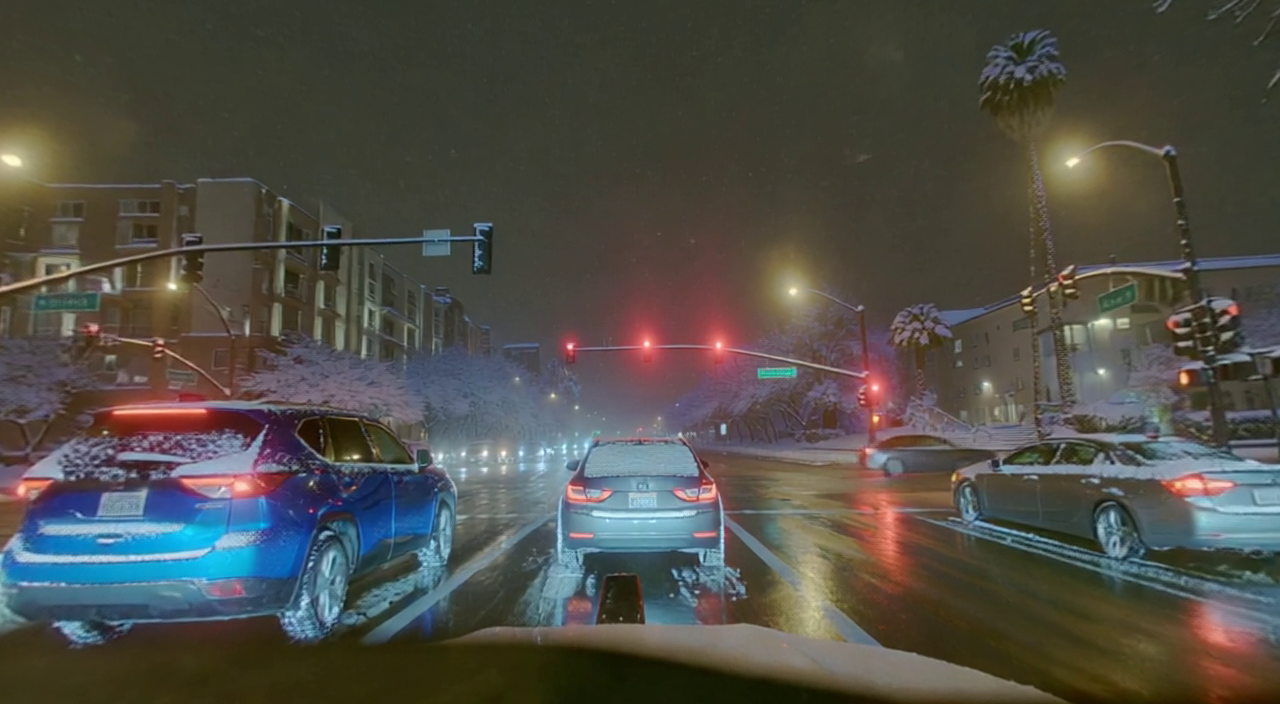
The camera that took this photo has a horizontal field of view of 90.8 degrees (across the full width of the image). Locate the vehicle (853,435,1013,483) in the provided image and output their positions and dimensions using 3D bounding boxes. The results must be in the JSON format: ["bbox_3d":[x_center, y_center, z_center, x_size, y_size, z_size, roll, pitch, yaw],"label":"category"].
[{"bbox_3d":[10.497,3.862,22.925,4.742,1.605,2.117,0,-8,0],"label":"vehicle"}]

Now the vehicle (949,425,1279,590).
[{"bbox_3d":[6.093,1.760,8.093,1.970,1.489,4.482,0,-8,-1],"label":"vehicle"}]

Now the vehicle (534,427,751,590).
[{"bbox_3d":[-0.007,1.701,7.732,1.942,1.445,3.973,0,-8,-1],"label":"vehicle"}]

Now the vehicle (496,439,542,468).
[{"bbox_3d":[-7.963,6.701,42.002,2.130,1.810,4.450,-2,-8,1],"label":"vehicle"}]

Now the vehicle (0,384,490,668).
[{"bbox_3d":[-3.104,1.366,6.092,2.051,1.682,4.467,0,-8,2],"label":"vehicle"}]
